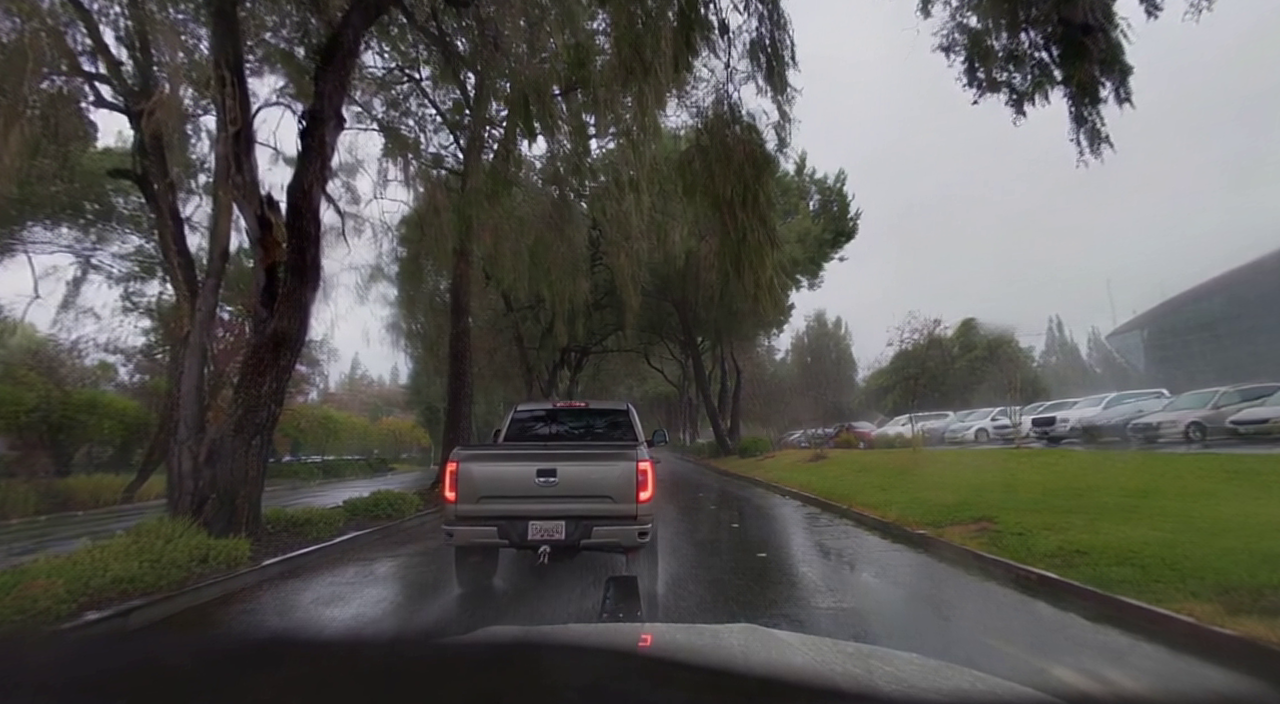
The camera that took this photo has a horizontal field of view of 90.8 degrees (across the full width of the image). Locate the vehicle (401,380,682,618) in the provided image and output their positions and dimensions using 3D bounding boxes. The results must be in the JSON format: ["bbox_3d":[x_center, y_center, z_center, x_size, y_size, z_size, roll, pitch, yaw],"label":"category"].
[{"bbox_3d":[-0.682,1.493,7.453,2.157,1.816,5.039,0,-8,2],"label":"vehicle"}]

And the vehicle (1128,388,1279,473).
[{"bbox_3d":[11.879,1.417,11.477,4.298,1.392,1.944,-1,-8,2],"label":"vehicle"}]
